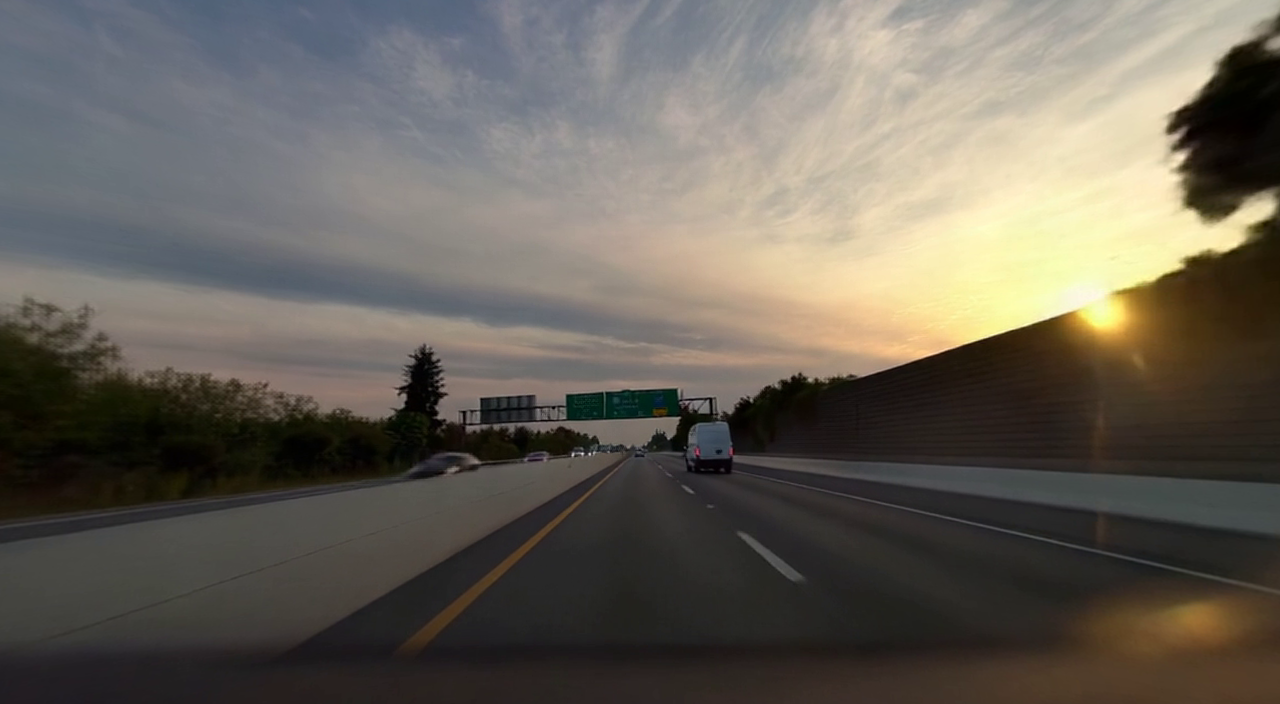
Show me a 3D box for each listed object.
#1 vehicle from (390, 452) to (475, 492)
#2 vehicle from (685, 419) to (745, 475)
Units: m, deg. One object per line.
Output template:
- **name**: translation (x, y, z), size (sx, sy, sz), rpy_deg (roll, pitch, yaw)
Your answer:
- **vehicle**: translation (-8.586, 4.988, 26.487), size (1.976, 1.467, 4.602), rpy_deg (0, -9, 0)
- **vehicle**: translation (4.043, 5.356, 35.372), size (2.449, 2.805, 6.763), rpy_deg (0, -9, -1)
